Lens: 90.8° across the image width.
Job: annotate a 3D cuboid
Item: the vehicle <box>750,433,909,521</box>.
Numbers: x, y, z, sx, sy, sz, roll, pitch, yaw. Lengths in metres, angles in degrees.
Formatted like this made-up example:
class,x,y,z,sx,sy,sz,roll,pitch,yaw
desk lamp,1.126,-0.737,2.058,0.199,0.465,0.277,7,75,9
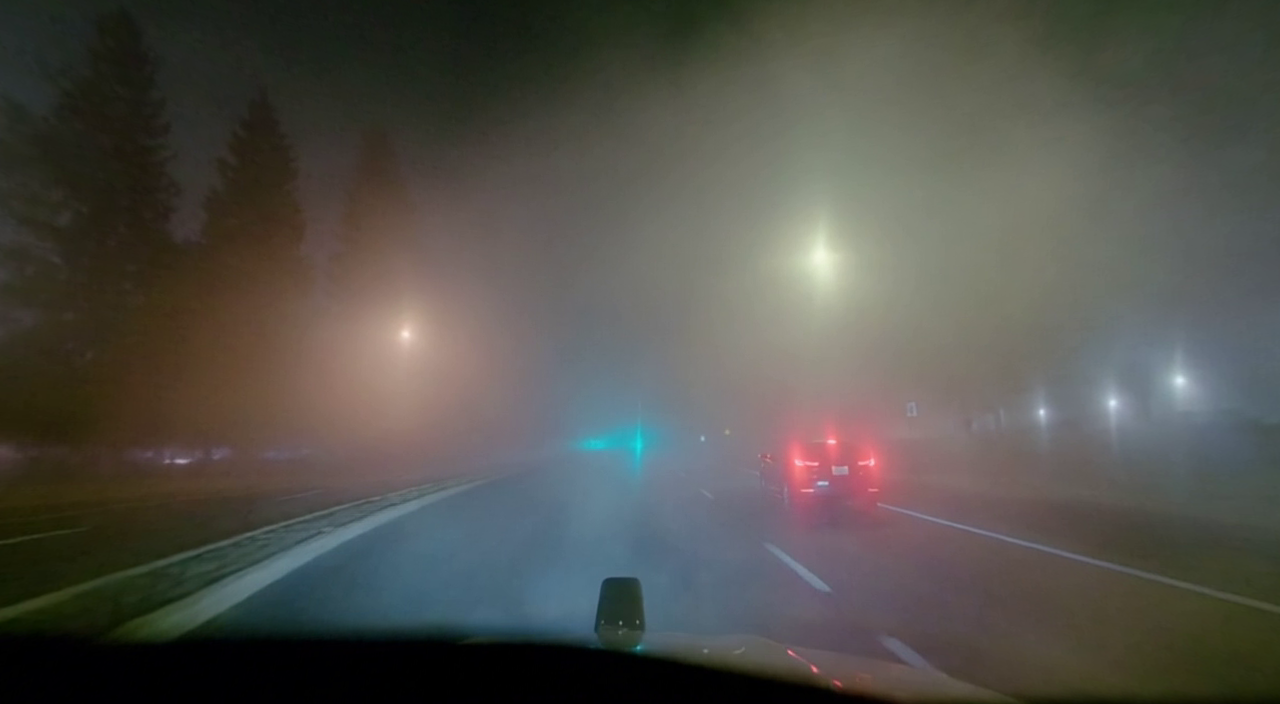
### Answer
class,x,y,z,sx,sy,sz,roll,pitch,yaw
vehicle,3.533,2.409,12.667,1.852,1.453,4.083,0,-9,-1
